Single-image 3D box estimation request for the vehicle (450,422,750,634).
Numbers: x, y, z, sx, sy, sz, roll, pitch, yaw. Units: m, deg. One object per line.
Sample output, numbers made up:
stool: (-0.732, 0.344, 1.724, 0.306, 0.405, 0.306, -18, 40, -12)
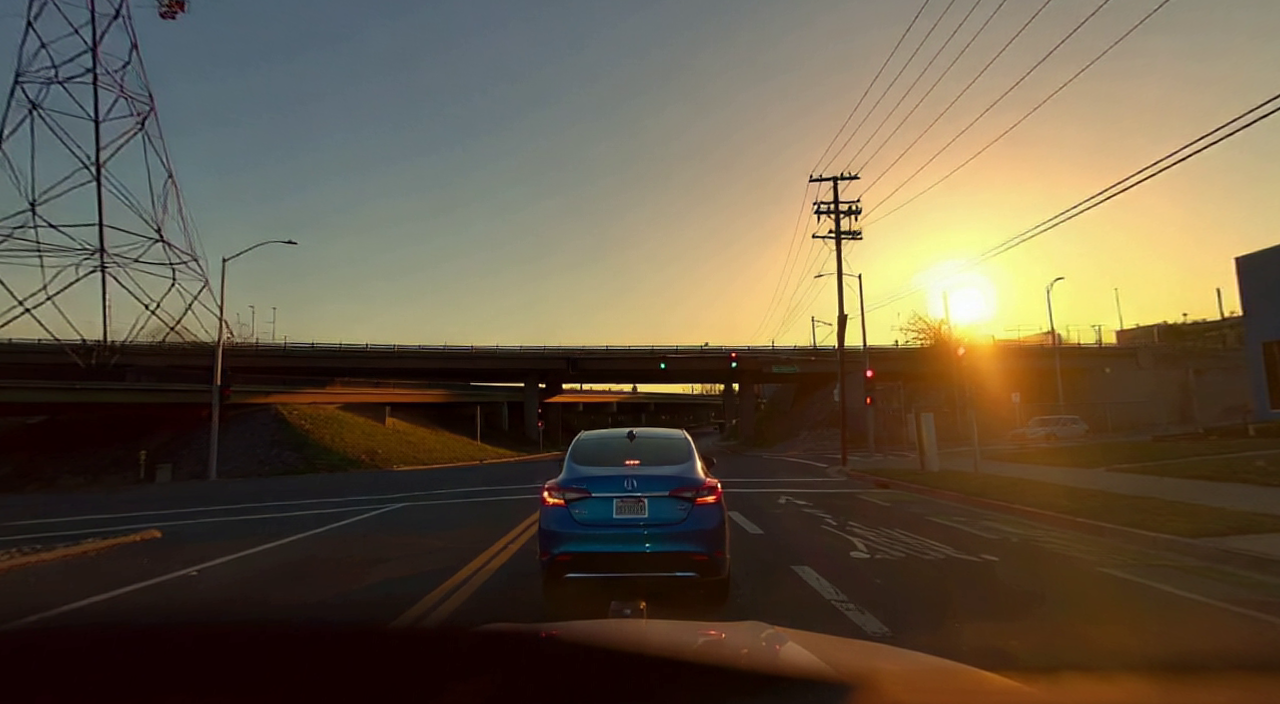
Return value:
vehicle: (-0.244, 1.534, 6.475, 2.090, 1.458, 4.033, -1, -9, 1)
